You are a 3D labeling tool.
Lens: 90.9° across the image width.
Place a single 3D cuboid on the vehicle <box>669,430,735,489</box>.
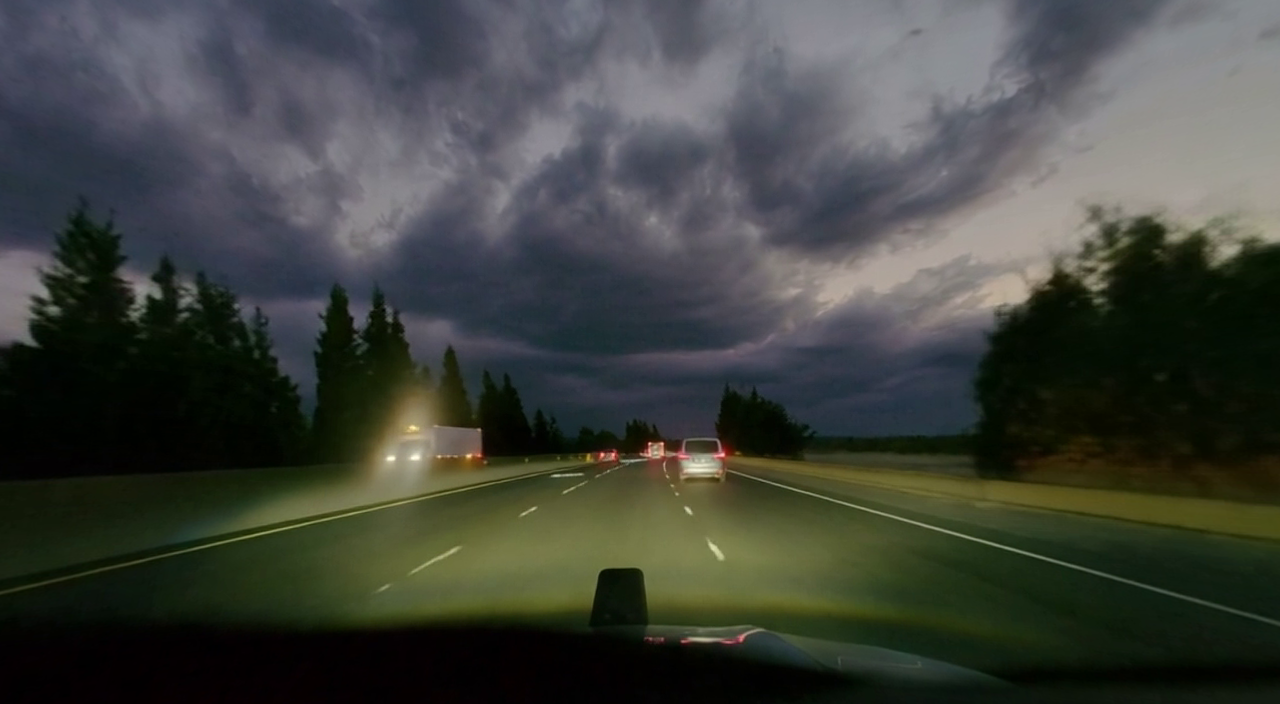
[{"bbox_3d":[2.279,4.151,24.593,2.219,2.033,4.911,-1,-9,2],"label":"vehicle"}]
